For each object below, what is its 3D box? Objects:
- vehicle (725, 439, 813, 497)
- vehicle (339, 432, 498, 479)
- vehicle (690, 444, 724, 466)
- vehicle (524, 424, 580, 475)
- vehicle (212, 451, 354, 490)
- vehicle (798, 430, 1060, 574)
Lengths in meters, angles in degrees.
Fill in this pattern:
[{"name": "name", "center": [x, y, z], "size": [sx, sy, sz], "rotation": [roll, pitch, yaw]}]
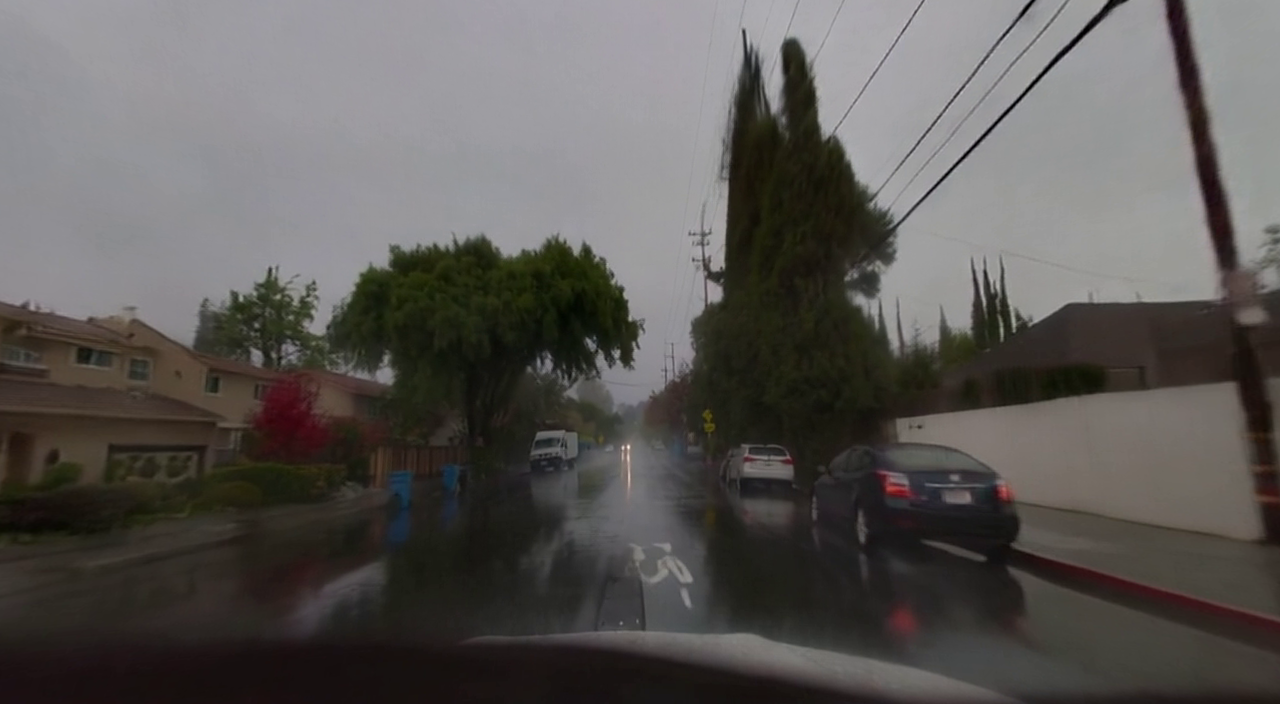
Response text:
[{"name": "vehicle", "center": [3.843, 3.528, 19.683], "size": [1.970, 1.530, 4.899], "rotation": [0, -9, 3]}, {"name": "vehicle", "center": [-10.300, 4.876, 29.838], "size": [6.540, 2.079, 2.565], "rotation": [0, -9, 2]}, {"name": "vehicle", "center": [4.873, 7.593, 46.630], "size": [2.016, 1.544, 4.645], "rotation": [0, -9, 0]}, {"name": "vehicle", "center": [-5.467, 6.192, 40.192], "size": [2.313, 2.875, 6.057], "rotation": [-3, -9, 3]}, {"name": "vehicle", "center": [-14.500, 4.809, 25.866], "size": [4.565, 1.489, 1.950], "rotation": [0, -9, -1]}, {"name": "vehicle", "center": [3.592, 1.903, 8.825], "size": [1.903, 1.500, 4.057], "rotation": [0, -9, 3]}]
